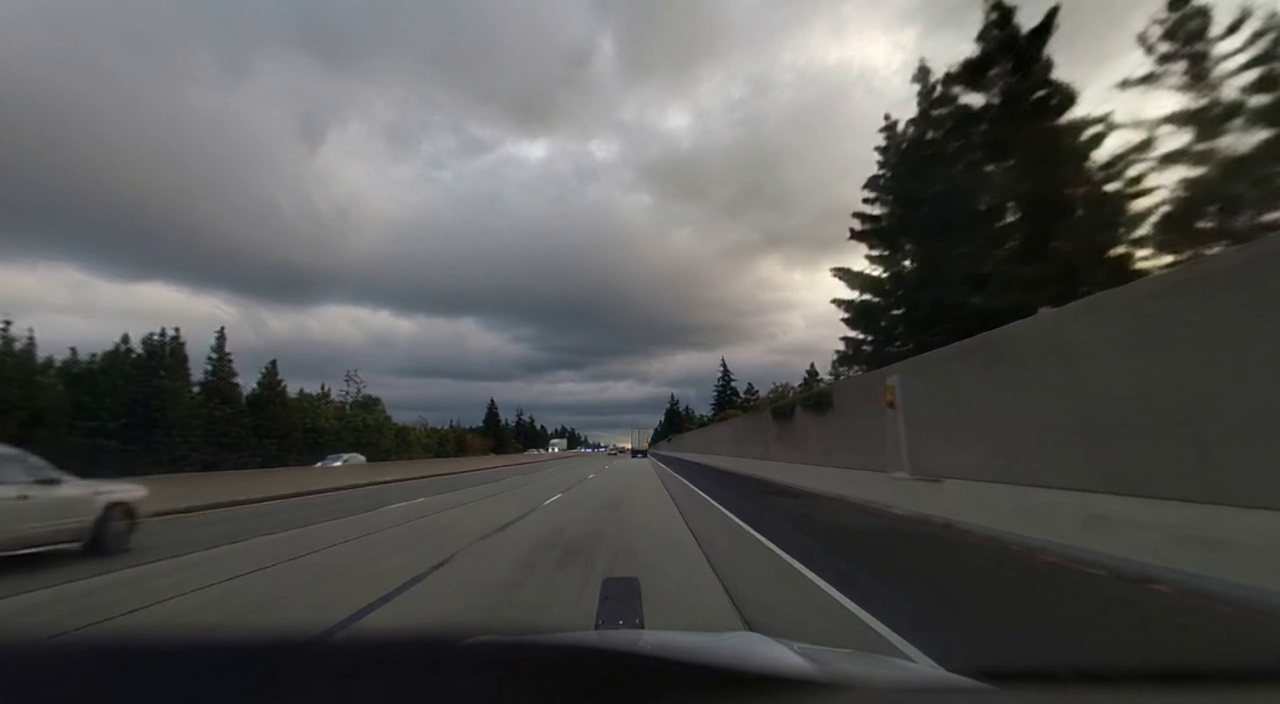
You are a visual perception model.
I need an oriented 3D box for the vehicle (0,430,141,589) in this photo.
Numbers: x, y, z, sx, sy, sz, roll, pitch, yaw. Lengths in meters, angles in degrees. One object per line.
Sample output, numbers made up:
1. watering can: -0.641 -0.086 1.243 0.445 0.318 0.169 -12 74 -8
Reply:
1. vehicle: -7.482 1.446 5.455 2.179 1.577 5.070 0 -9 0
